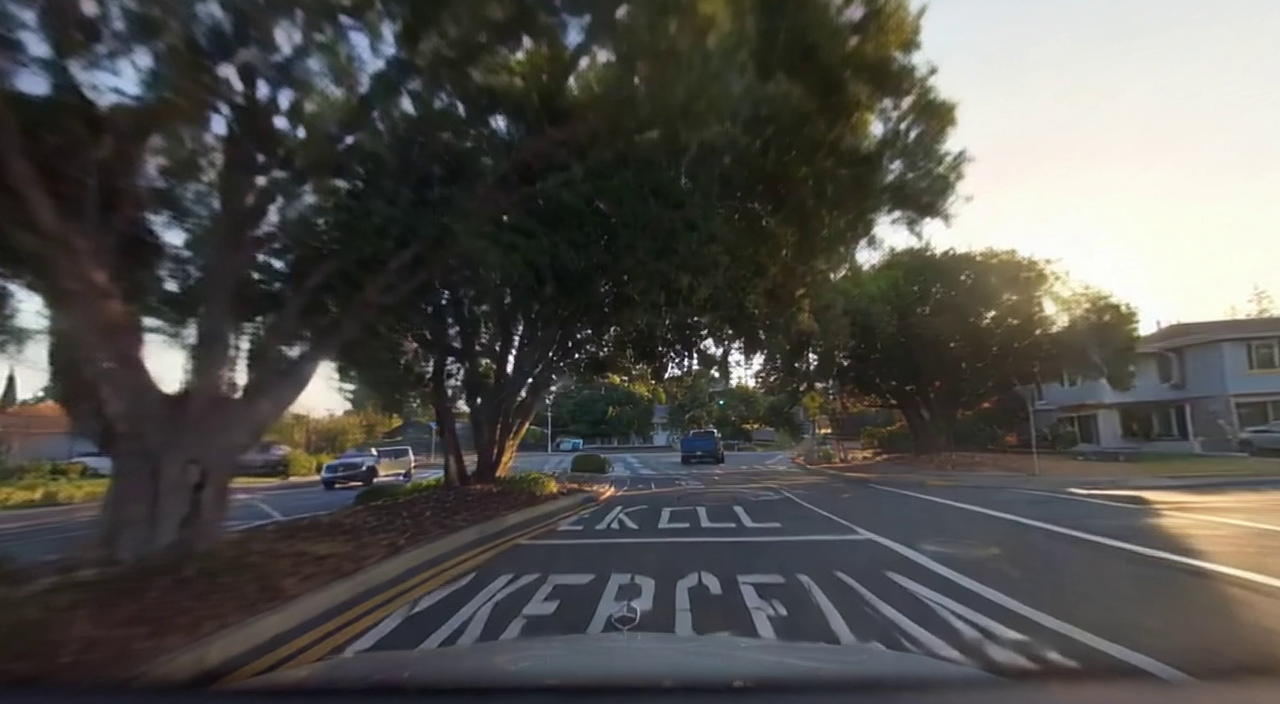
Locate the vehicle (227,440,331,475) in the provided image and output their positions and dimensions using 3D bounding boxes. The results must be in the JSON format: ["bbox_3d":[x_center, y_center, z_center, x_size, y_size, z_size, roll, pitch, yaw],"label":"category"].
[{"bbox_3d":[-18.564,5.428,32.622,4.168,1.735,1.925,-1,-8,2],"label":"vehicle"}]

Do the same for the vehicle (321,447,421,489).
[{"bbox_3d":[-11.454,4.933,27.327,1.873,1.508,4.483,-3,-7,9],"label":"vehicle"}]

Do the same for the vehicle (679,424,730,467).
[{"bbox_3d":[3.315,4.692,31.638,2.153,1.942,4.767,-2,-9,10],"label":"vehicle"}]

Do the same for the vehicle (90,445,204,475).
[{"bbox_3d":[-24.992,5.473,32.127,4.268,1.409,1.897,-1,-8,4],"label":"vehicle"}]
